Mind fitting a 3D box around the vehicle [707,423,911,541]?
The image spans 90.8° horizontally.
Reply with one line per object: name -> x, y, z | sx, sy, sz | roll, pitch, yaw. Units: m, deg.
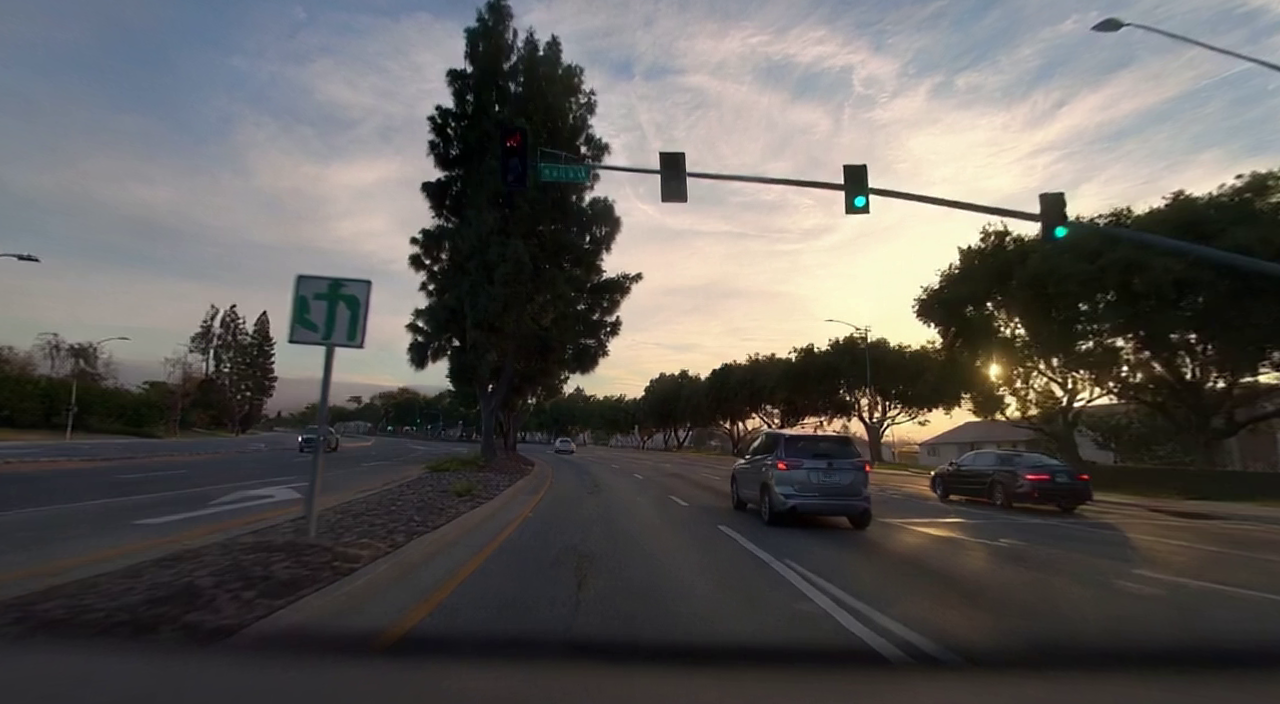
vehicle -> 2.670, 2.193, 11.355 | 2.122, 1.646, 4.525 | 1, -8, -4

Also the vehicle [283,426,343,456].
vehicle -> -18.655, 5.112, 36.309 | 2.206, 1.583, 4.539 | 3, -9, -17

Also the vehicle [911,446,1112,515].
vehicle -> 9.095, 3.143, 16.074 | 1.940, 1.460, 4.652 | 2, -8, -6
